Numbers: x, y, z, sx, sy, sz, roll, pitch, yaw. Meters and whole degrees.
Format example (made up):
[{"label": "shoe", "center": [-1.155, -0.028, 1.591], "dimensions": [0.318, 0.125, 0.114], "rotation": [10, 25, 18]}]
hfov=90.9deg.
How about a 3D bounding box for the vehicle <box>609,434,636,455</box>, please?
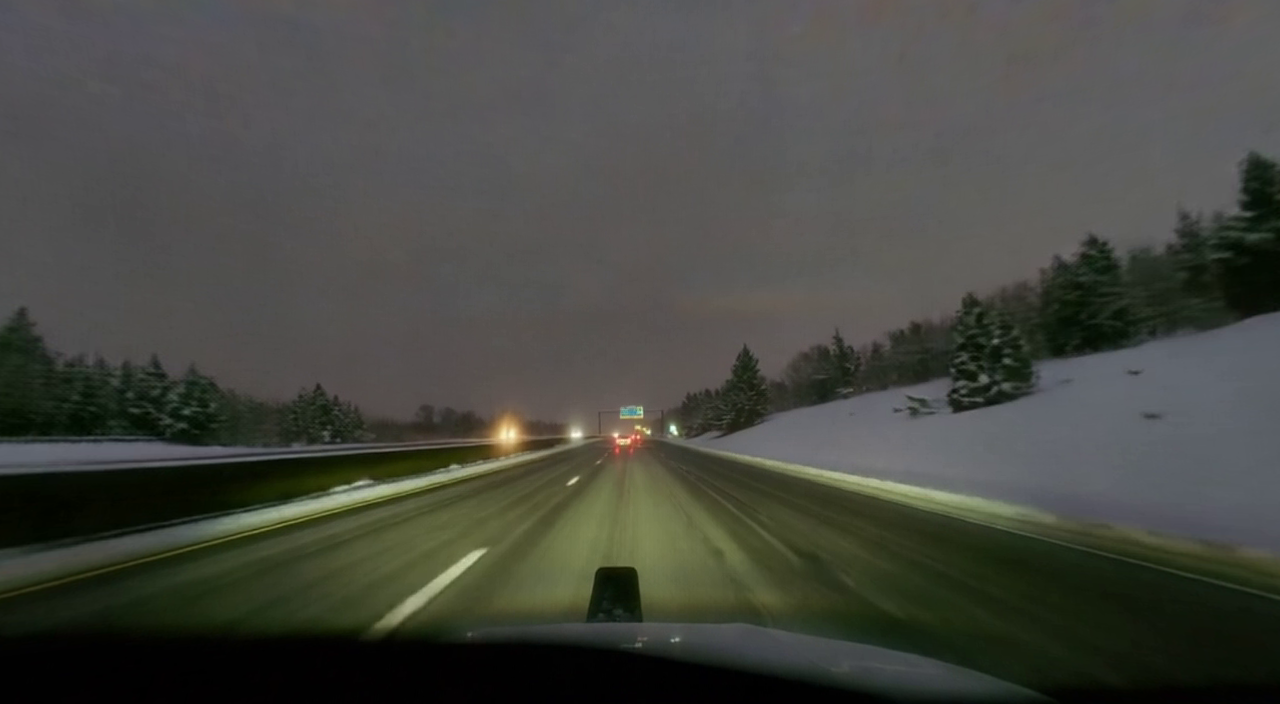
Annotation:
[{"label": "vehicle", "center": [-1.335, 7.089, 48.628], "dimensions": [1.993, 1.519, 4.046], "rotation": [0, -8, -1]}]
